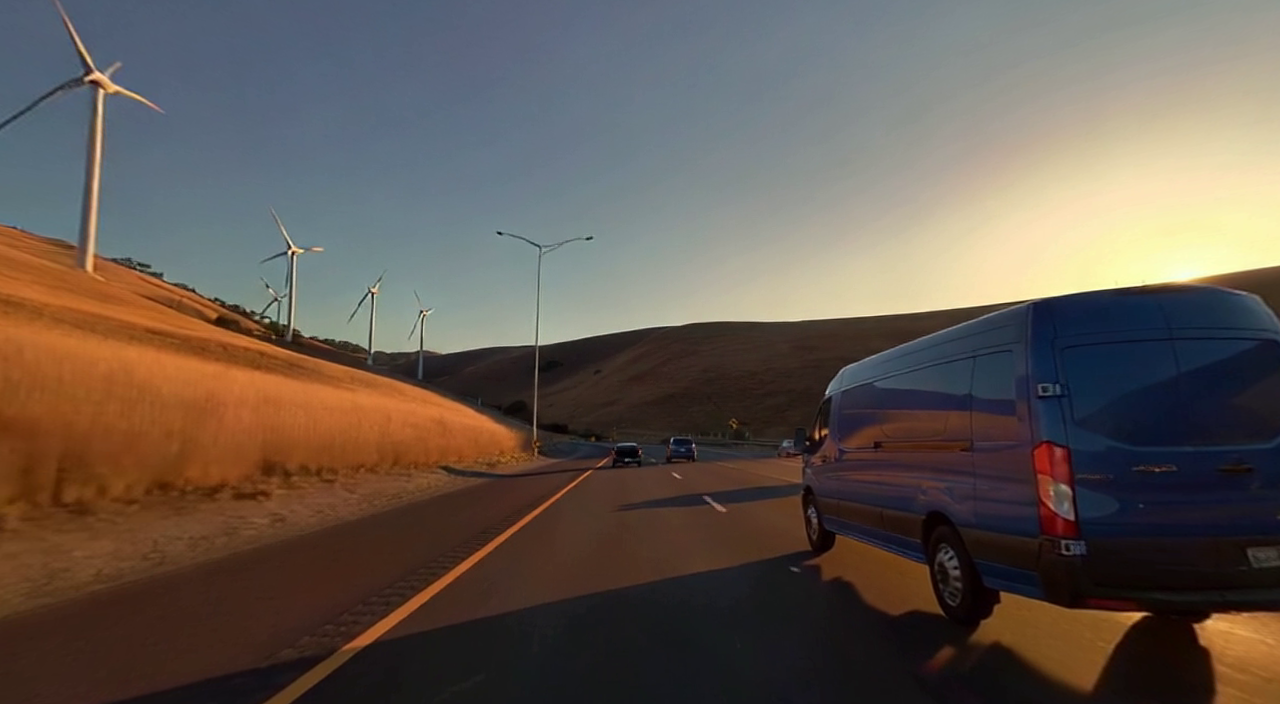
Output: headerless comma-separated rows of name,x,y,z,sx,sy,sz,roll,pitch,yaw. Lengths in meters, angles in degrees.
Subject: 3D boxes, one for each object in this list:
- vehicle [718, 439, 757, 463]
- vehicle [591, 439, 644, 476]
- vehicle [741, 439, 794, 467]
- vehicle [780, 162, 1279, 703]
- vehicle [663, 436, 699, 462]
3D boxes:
vehicle,6.480,6.644,42.588,1.850,1.475,4.460,0,-8,-1
vehicle,-0.893,4.399,26.572,2.082,1.445,3.826,0,-8,0
vehicle,6.940,5.554,34.912,1.858,1.475,4.421,0,-8,-2
vehicle,3.122,0.825,5.658,2.365,2.630,5.754,0,-8,0
vehicle,2.744,6.629,43.283,2.108,1.717,3.996,0,-8,-2
